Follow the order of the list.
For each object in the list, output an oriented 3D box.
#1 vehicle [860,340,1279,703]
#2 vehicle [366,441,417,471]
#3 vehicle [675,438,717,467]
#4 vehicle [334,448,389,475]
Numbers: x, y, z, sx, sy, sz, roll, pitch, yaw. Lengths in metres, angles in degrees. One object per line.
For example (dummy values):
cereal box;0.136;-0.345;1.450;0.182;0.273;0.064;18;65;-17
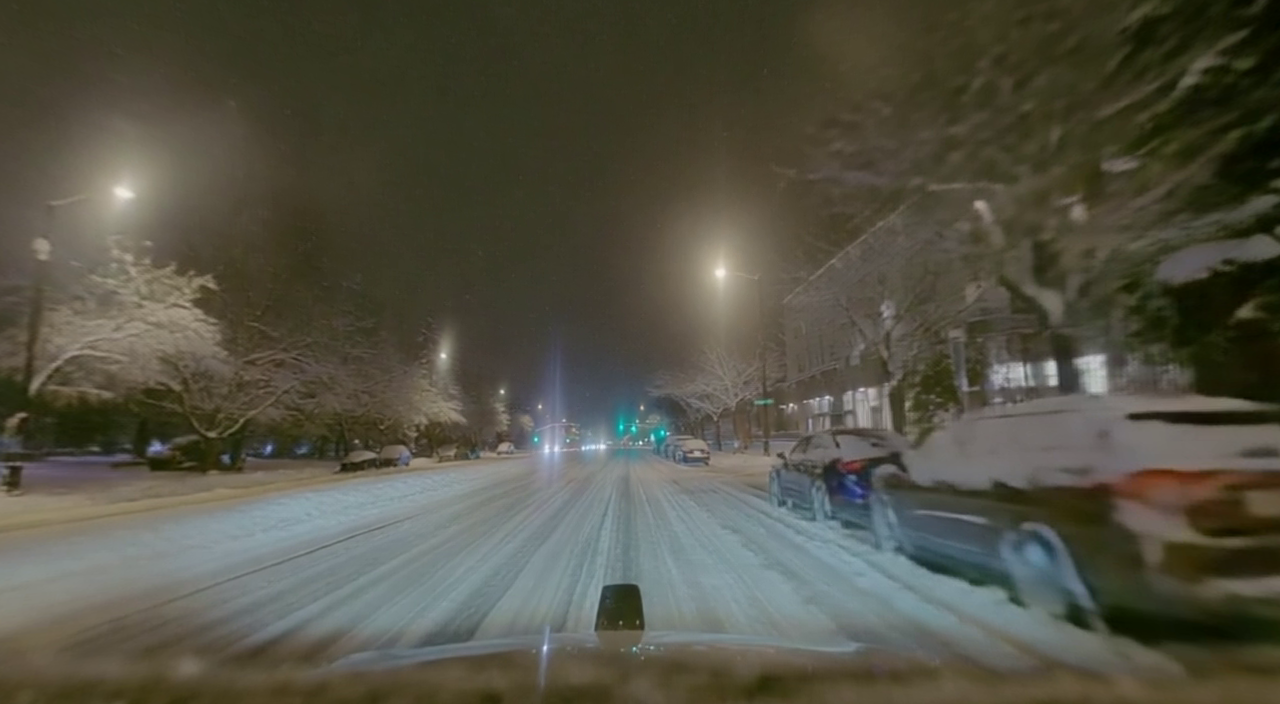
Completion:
vehicle;3.486;1.125;4.846;1.951;1.728;4.623;0;-8;0
vehicle;-18.666;7.807;47.671;2.007;1.806;4.707;-6;-7;-2
vehicle;3.033;5.499;34.963;1.924;1.492;4.587;0;-8;0
vehicle;-18.637;7.296;42.441;1.791;1.461;4.496;-5;-7;-2
